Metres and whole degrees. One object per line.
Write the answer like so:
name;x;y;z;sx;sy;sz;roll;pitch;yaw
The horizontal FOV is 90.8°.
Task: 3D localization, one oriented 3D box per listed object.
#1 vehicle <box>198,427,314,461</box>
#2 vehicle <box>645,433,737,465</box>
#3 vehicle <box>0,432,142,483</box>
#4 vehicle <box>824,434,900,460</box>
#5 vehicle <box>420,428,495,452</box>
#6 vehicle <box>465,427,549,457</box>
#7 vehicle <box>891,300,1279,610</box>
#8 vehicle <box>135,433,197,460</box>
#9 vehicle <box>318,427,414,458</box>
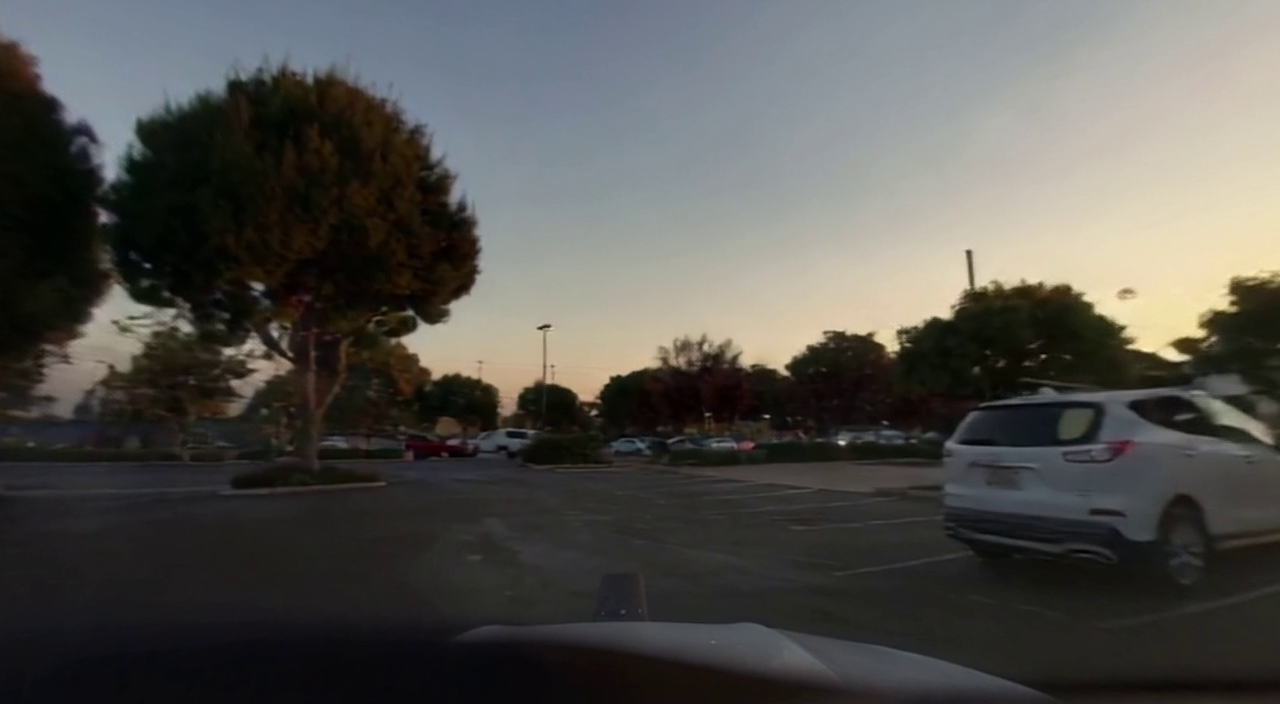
vehicle;-19.870;4.770;32.972;4.939;1.664;2.055;4;-9;-28
vehicle;2.485;4.691;30.440;4.106;1.449;1.760;6;-10;-28
vehicle;-18.168;3.128;18.851;4.772;1.441;1.976;6;-10;-27
vehicle;12.562;5.392;35.760;4.059;1.388;1.726;6;-10;-28
vehicle;-12.696;6.145;43.992;4.601;1.484;1.839;7;-11;-34
vehicle;-8.280;5.554;39.342;4.660;1.687;1.981;4;-7;-31
vehicle;5.477;1.092;6.850;5.237;2.257;2.200;6;-10;-28
vehicle;-27.565;5.532;36.900;2.190;1.441;3.759;6;-10;-27
vehicle;-15.340;5.110;35.485;4.666;1.634;1.816;5;-10;-29
